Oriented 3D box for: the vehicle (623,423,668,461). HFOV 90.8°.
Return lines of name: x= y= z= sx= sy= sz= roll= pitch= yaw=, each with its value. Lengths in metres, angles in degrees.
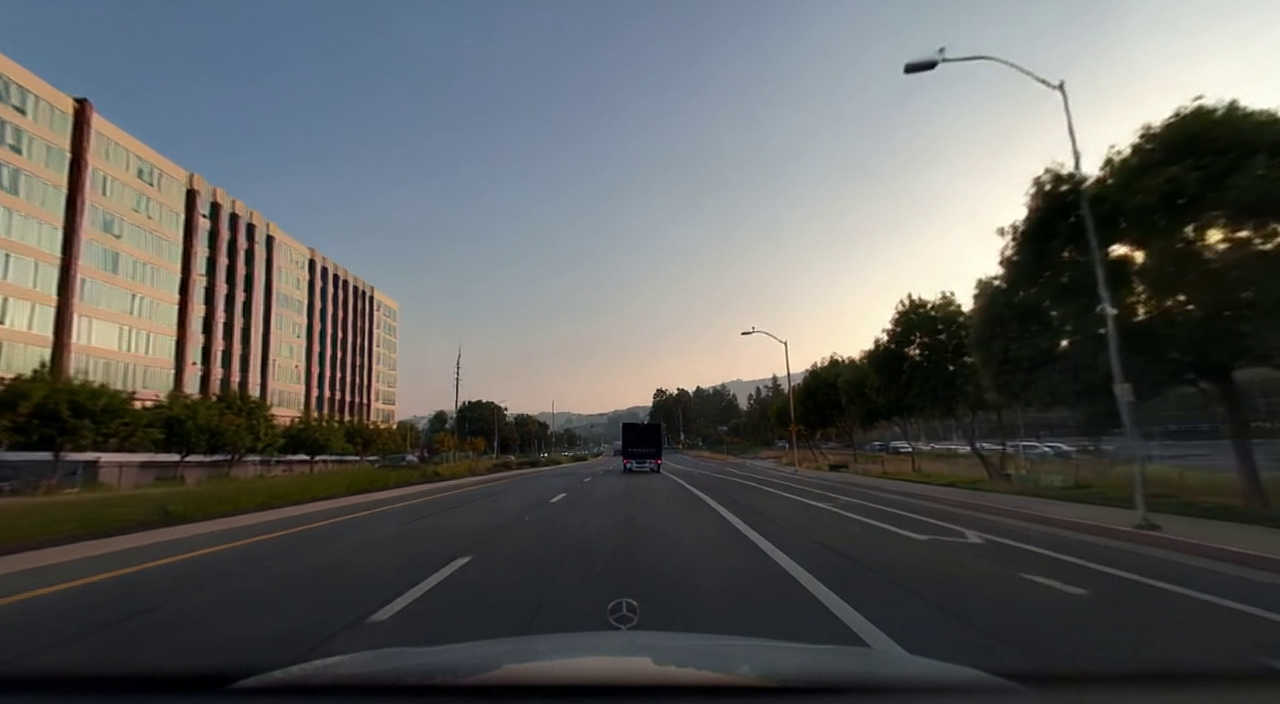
vehicle: x=0.242 y=4.746 z=33.314 sx=2.178 sy=1.829 sz=4.932 roll=0 pitch=-9 yaw=-1
